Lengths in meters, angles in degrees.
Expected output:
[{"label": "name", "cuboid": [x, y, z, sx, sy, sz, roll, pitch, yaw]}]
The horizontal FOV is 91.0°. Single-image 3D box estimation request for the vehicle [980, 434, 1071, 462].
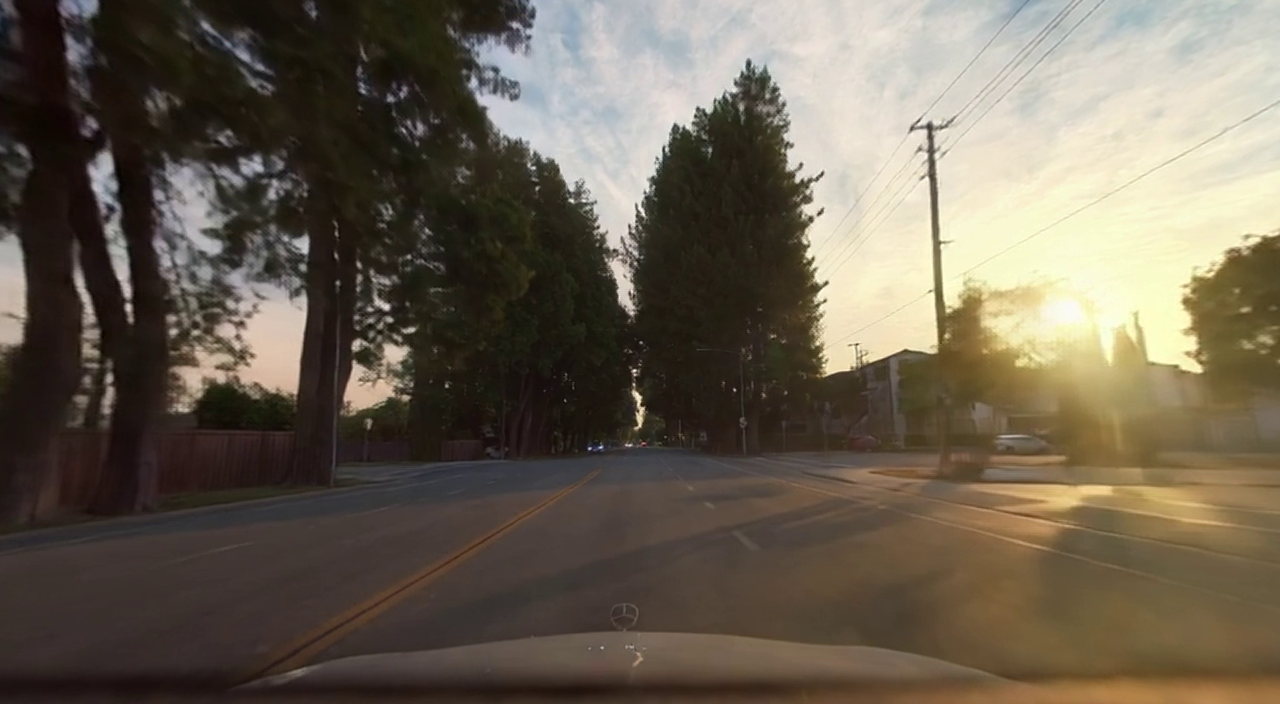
[{"label": "vehicle", "cuboid": [24.515, 6.139, 40.202, 4.508, 1.687, 2.070, -2, -9, 17]}]
